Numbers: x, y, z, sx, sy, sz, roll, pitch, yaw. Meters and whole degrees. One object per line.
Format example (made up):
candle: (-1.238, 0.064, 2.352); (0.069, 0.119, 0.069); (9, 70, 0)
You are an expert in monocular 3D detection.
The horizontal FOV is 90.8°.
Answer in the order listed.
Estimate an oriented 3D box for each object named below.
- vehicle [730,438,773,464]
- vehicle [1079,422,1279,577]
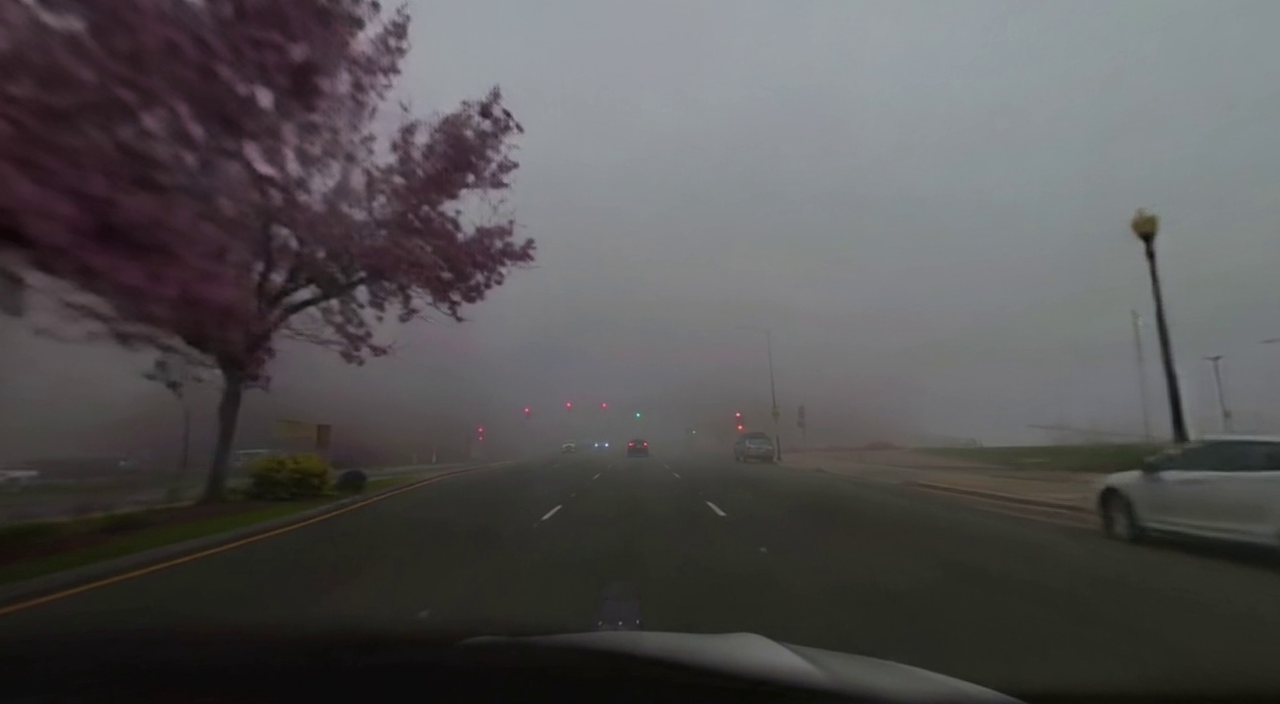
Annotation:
vehicle: (7.176, 6.421, 41.198); (1.933, 1.580, 4.162); (0, -8, -1)
vehicle: (7.068, 1.465, 6.462); (2.032, 1.449, 4.413); (0, -8, 1)
